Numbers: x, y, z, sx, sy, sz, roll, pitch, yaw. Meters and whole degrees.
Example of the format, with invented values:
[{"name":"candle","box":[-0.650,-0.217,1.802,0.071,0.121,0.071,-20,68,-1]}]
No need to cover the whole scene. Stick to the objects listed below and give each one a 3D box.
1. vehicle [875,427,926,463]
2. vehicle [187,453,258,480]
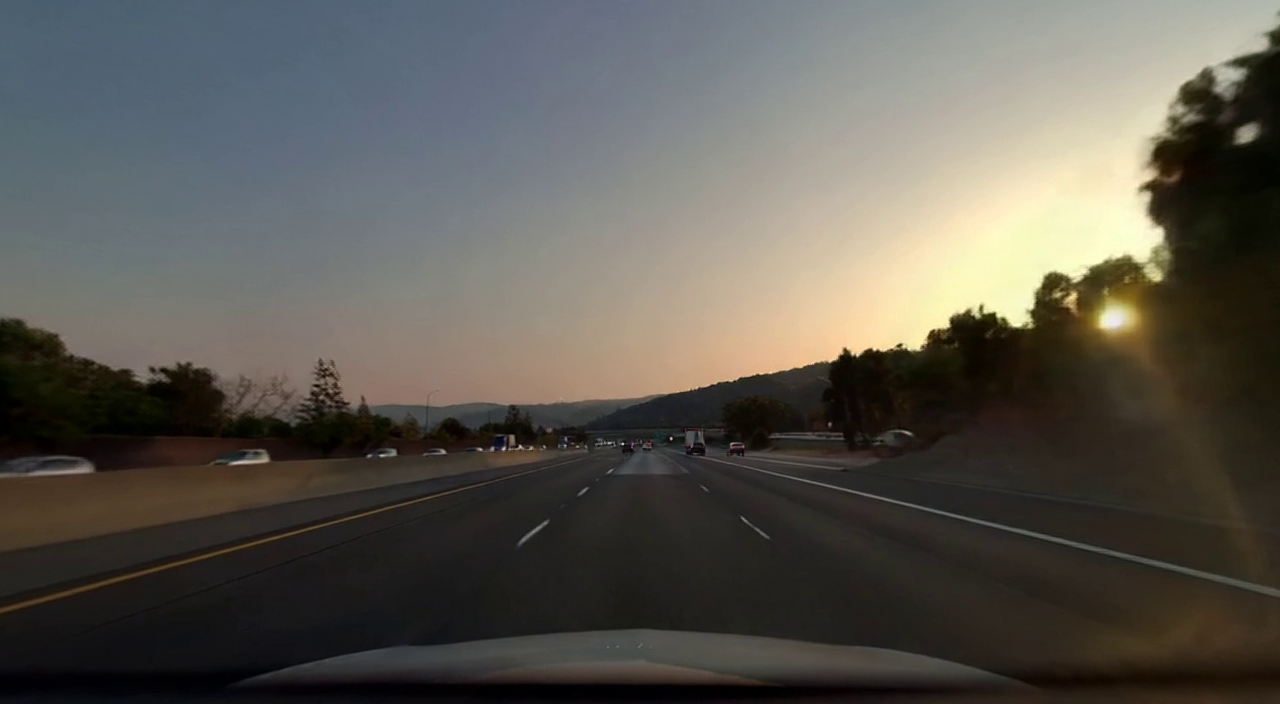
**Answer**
[{"name":"vehicle","box":[20.412,7.314,49.608,2.233,2.695,3.871,0,-8,-2]},{"name":"vehicle","box":[-27.961,7.638,42.367,1.868,1.609,4.177,0,-8,0]}]
